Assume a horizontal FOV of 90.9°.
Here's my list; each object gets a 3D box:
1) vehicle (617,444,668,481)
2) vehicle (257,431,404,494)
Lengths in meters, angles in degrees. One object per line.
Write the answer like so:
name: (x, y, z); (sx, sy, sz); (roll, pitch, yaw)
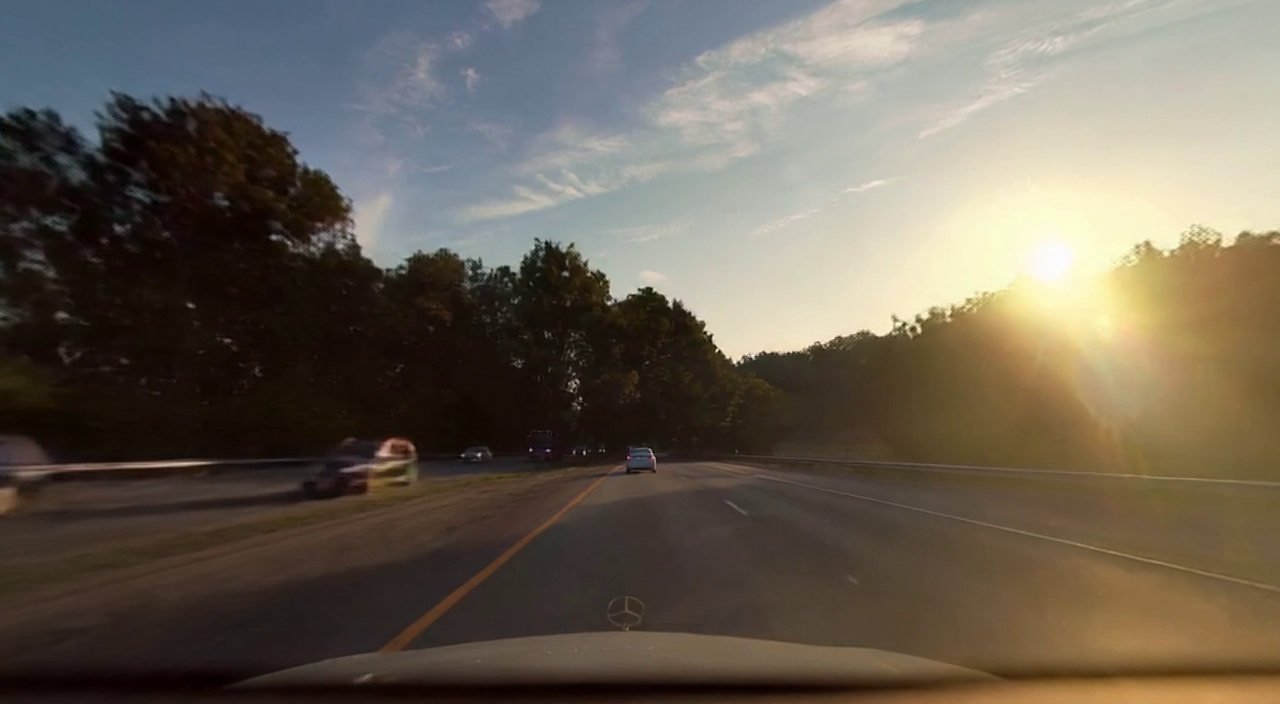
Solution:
vehicle: (0.065, 4.917, 28.318); (2.114, 1.523, 4.012); (0, -9, -1)
vehicle: (-8.875, 3.213, 18.632); (2.061, 1.622, 4.452); (0, -9, 0)
